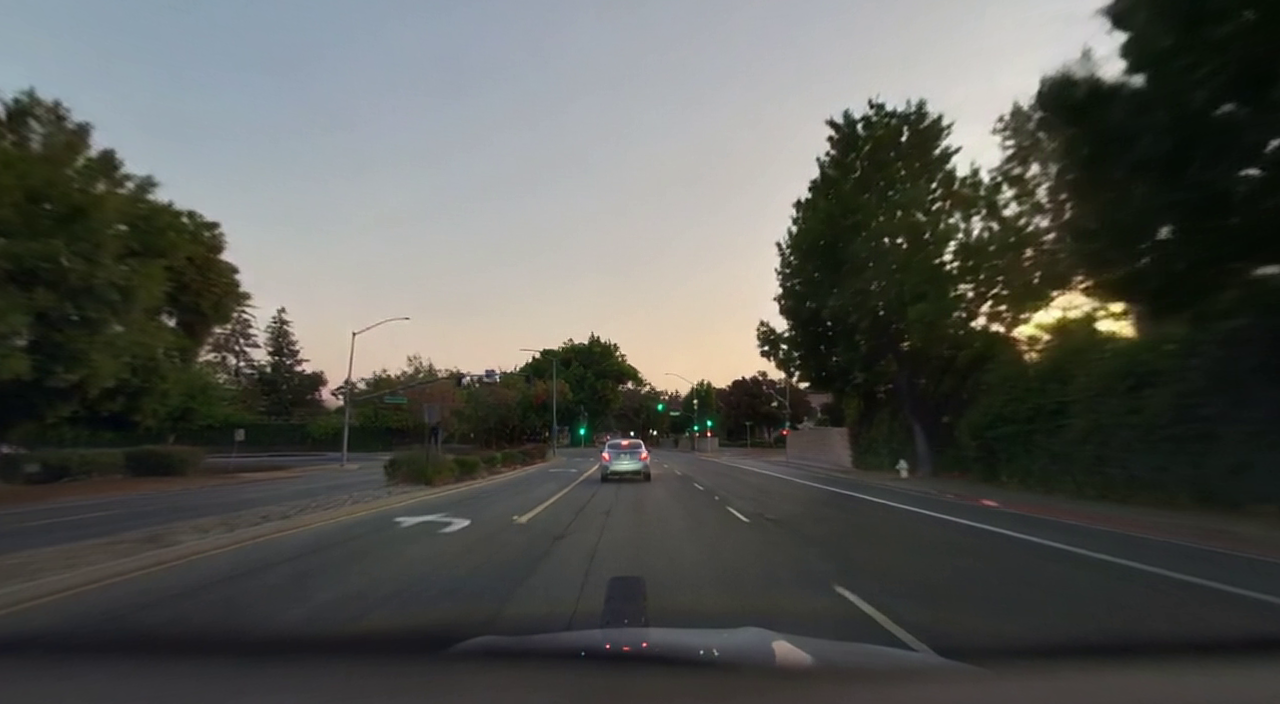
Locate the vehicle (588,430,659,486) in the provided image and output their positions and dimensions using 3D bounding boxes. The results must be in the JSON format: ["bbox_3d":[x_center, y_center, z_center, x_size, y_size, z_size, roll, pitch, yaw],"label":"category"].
[{"bbox_3d":[-0.548,3.600,21.656,2.192,1.734,4.176,0,-8,-1],"label":"vehicle"}]
